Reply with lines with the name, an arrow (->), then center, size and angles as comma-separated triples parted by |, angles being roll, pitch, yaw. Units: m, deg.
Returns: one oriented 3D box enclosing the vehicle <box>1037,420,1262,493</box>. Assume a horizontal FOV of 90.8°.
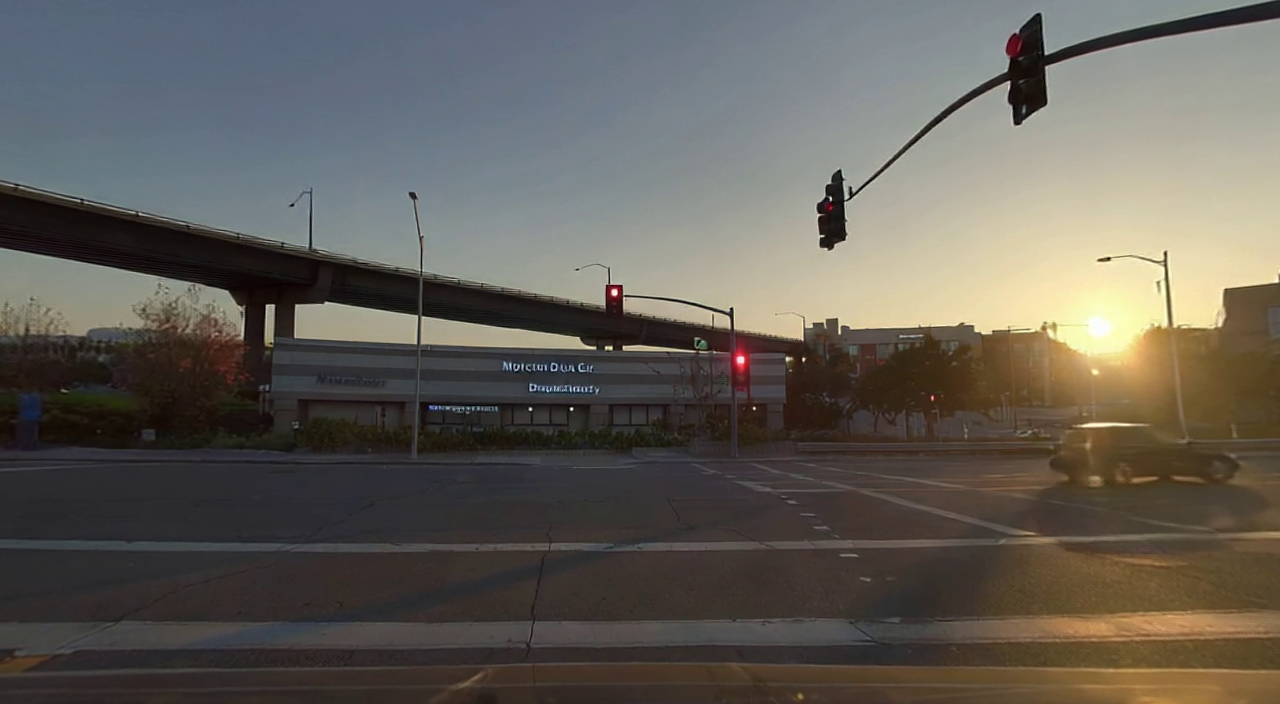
vehicle -> 12.245, 2.510, 15.367 | 3.897, 1.637, 1.832 | 0, -9, -3
